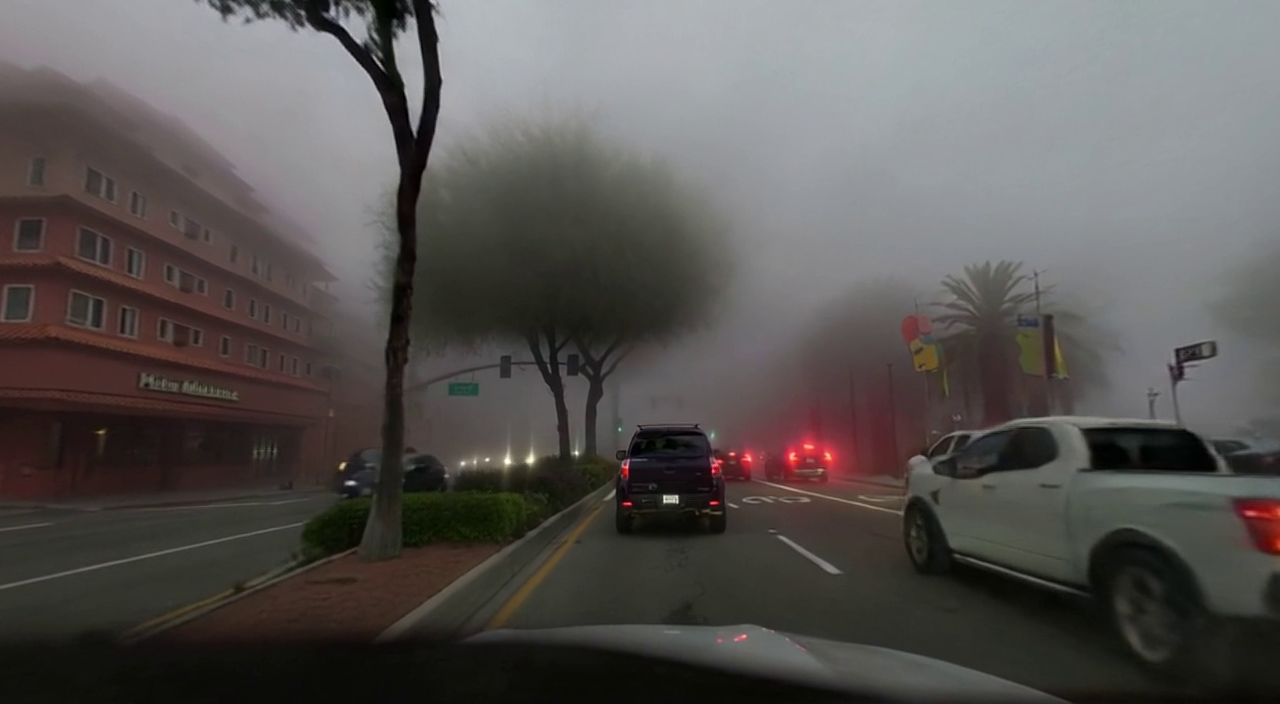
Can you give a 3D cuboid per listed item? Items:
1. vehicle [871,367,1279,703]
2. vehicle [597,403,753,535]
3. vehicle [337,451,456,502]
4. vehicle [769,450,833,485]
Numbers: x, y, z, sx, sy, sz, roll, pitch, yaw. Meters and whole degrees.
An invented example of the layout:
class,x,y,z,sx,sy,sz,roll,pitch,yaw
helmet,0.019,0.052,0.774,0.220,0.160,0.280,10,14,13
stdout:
class,x,y,z,sx,sy,sz,roll,pitch,yaw
vehicle,4.047,1.297,5.445,2.283,1.738,4.916,0,-9,1
vehicle,0.608,2.303,12.966,2.487,2.115,5.444,0,-9,1
vehicle,-8.021,4.109,21.326,2.061,1.496,4.600,-1,-9,2
vehicle,7.675,5.512,30.485,1.958,1.523,4.553,0,-9,1
